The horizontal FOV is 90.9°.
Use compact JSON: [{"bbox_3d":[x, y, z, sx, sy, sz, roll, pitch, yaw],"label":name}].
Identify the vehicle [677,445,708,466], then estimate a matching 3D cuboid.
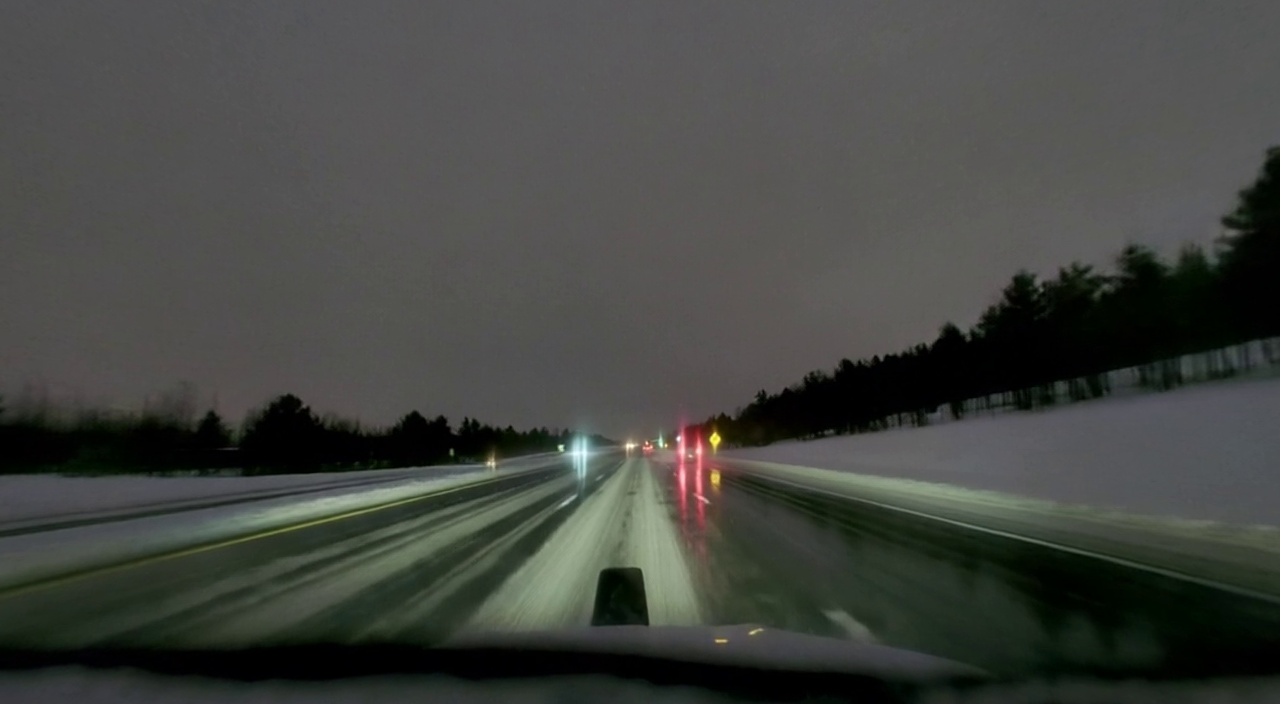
[{"bbox_3d":[4.045,8.029,48.997,2.003,1.520,4.058,0,-8,0],"label":"vehicle"}]
